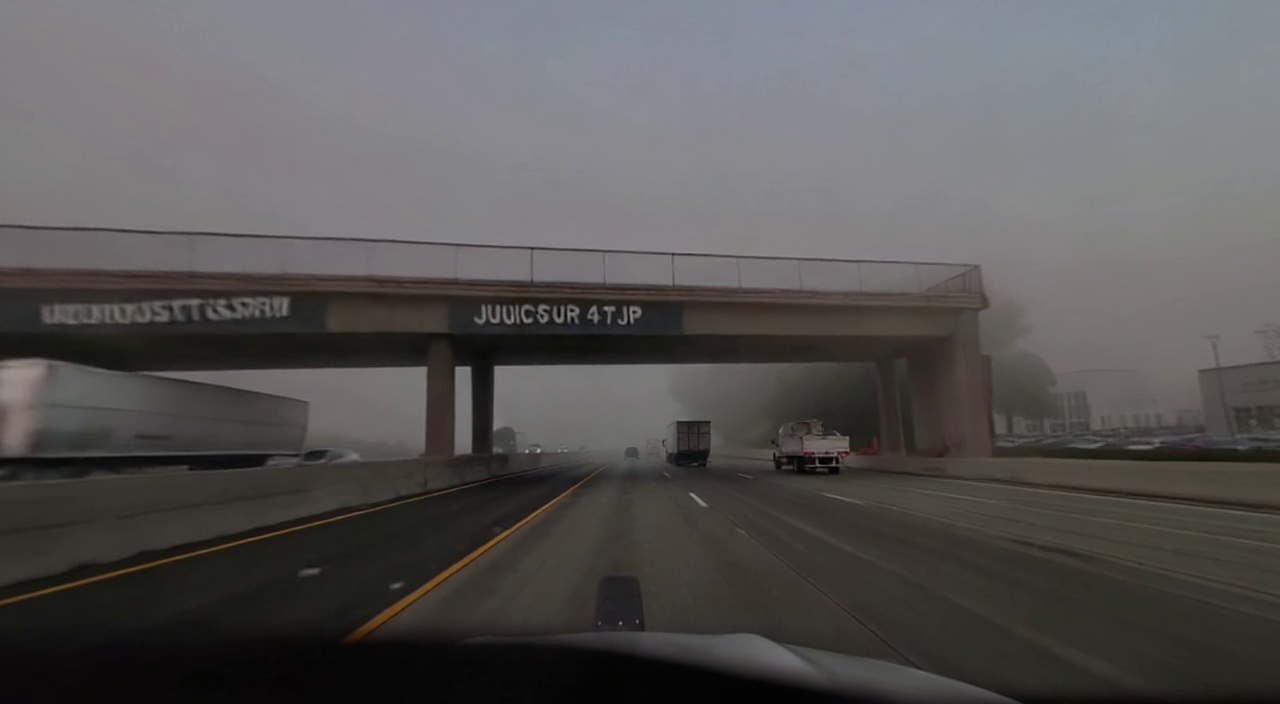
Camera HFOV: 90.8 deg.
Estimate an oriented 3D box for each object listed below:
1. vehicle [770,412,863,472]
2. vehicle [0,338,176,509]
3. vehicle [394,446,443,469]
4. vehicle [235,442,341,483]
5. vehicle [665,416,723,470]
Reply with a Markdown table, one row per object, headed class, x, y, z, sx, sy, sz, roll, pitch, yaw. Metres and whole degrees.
| class | x | y | z | sx | sy | sz | roll | pitch | yaw |
| --- | --- | --- | --- | --- | --- | --- | --- | --- | --- |
| vehicle | 10.676 | 5.649 | 39.521 | 2.912 | 3.293 | 9.588 | 0 | -9 | -1 |
| vehicle | -17.514 | 1.943 | 16.766 | 3.294 | 4.178 | 9.302 | 0 | -9 | -1 |
| vehicle | -14.181 | 6.736 | 40.594 | 1.881 | 1.385 | 3.476 | 0 | -9 | 0 |
| vehicle | -13.586 | 4.267 | 24.668 | 1.922 | 1.434 | 3.799 | 0 | -9 | 0 |
| vehicle | 3.281 | 5.824 | 40.231 | 2.742 | 3.054 | 7.537 | 0 | -9 | -2 |
